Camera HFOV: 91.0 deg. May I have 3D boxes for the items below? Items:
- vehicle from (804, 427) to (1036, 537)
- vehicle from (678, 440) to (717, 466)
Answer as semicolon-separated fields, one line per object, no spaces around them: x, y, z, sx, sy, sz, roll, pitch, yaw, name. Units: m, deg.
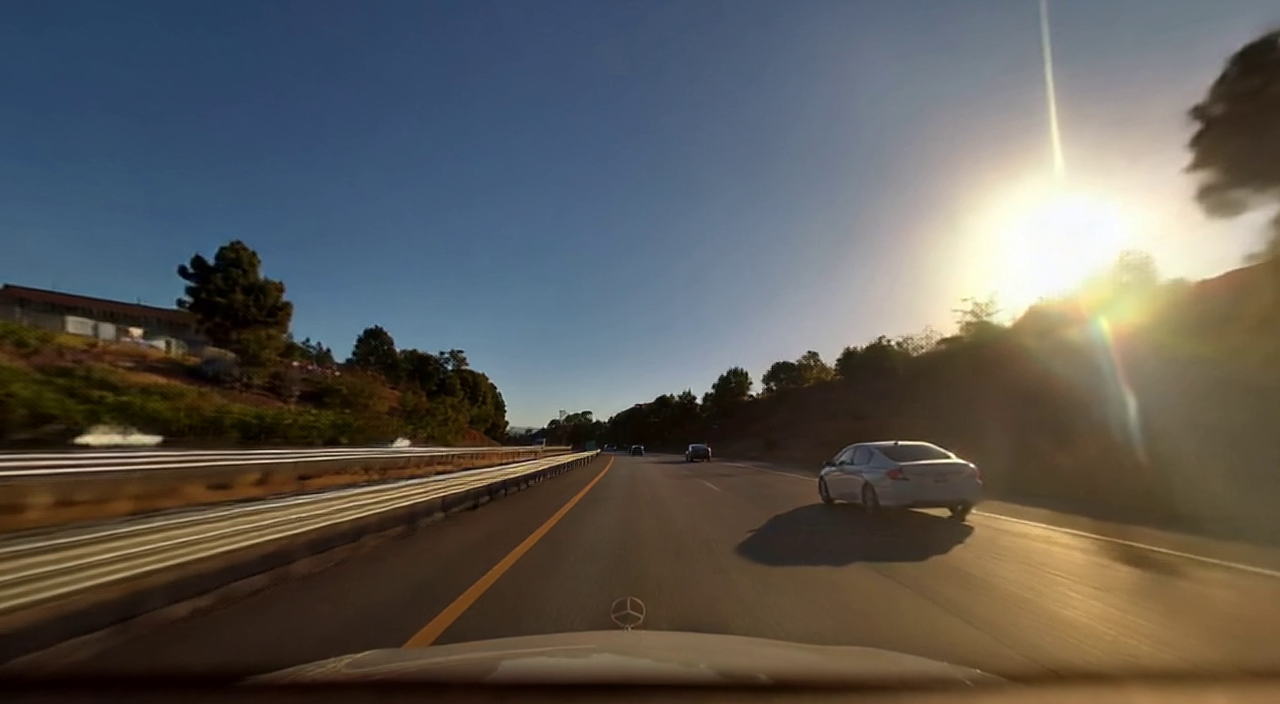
4.514;2.140;11.031;2.072;1.528;4.176;0;-8;-1;vehicle
3.582;6.326;39.678;1.945;1.538;3.729;0;-8;-2;vehicle
